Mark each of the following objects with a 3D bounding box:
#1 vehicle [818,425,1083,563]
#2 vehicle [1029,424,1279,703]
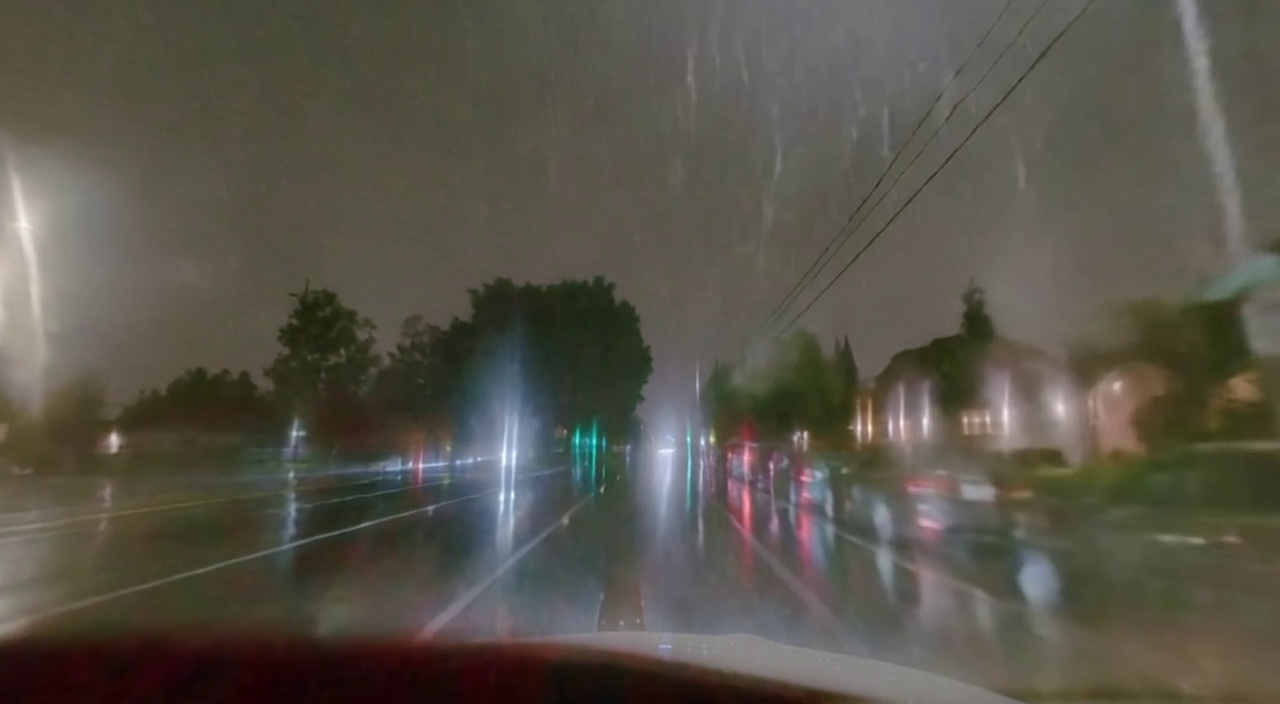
[{"bbox_3d":[4.125,1.941,9.382,1.825,1.525,4.417,0,-9,2],"label":"vehicle"},{"bbox_3d":[4.164,1.074,2.867,1.930,1.490,4.604,0,-9,1],"label":"vehicle"}]
